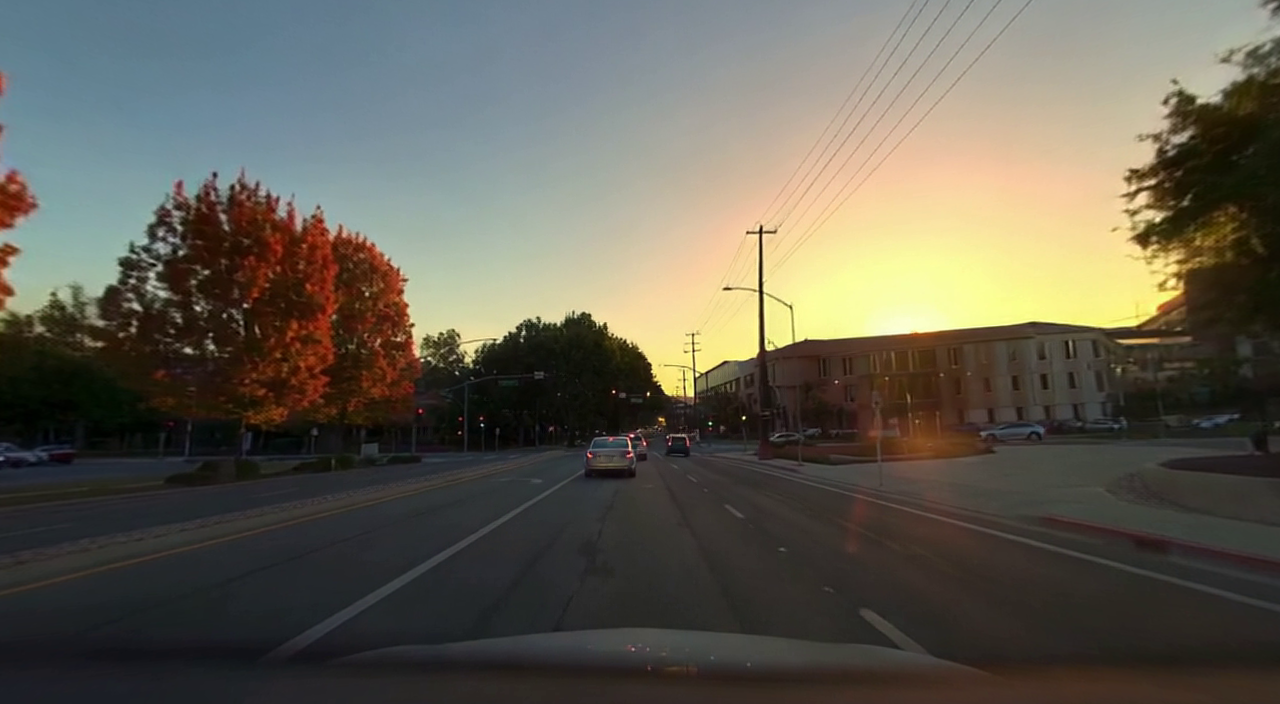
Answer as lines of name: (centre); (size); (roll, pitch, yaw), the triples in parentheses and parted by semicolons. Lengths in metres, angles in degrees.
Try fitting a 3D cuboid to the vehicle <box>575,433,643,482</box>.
vehicle: (-0.960, 3.497, 21.187); (2.075, 1.470, 3.962); (0, -8, 0)
